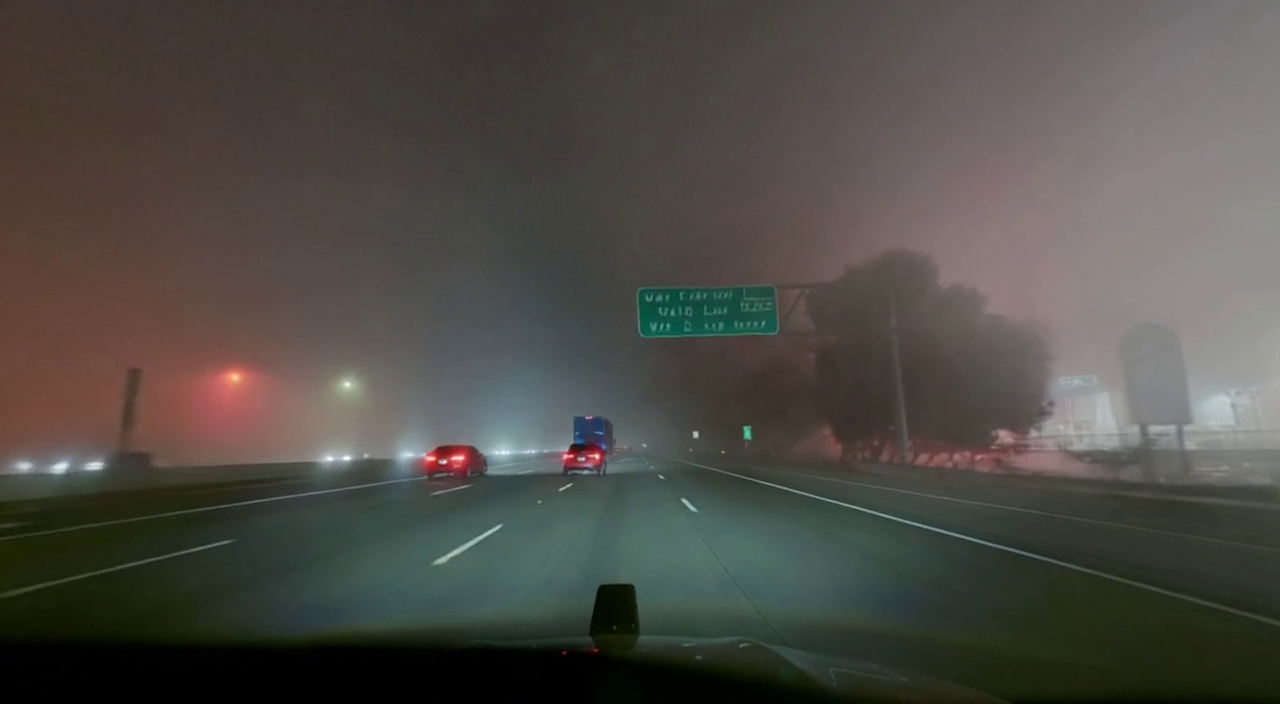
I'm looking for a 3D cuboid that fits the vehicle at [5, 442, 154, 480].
[{"bbox_3d":[-27.257,5.300,31.107,2.128,1.667,5.661,0,-9,0],"label":"vehicle"}]

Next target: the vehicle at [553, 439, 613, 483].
[{"bbox_3d":[-2.288,4.483,26.305,2.033,1.669,4.112,0,-9,1],"label":"vehicle"}]

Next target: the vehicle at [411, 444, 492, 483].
[{"bbox_3d":[-7.766,4.629,26.487,2.026,1.477,4.467,0,-9,0],"label":"vehicle"}]
